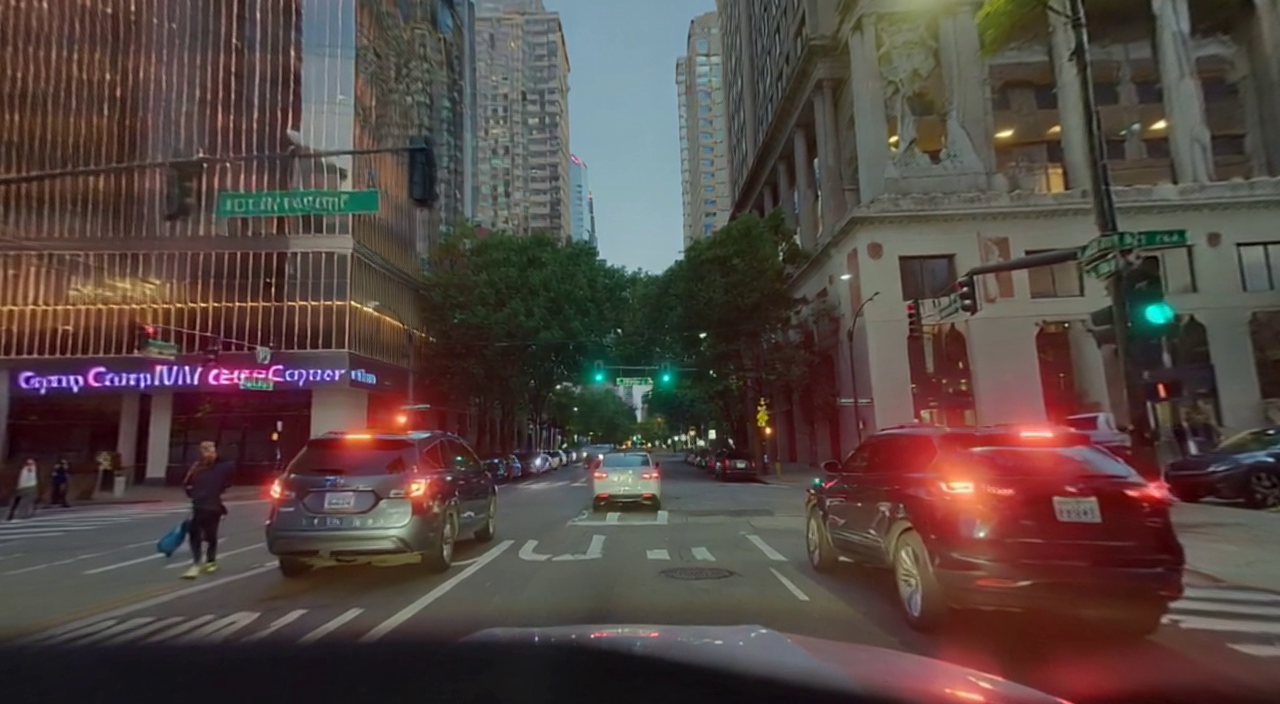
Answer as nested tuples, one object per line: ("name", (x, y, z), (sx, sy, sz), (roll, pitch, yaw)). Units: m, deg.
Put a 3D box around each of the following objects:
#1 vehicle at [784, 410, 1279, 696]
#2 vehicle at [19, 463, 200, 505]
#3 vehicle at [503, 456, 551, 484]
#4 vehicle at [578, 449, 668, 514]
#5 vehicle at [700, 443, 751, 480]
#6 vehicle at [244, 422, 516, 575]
("vehicle", (3.042, 1.581, 6.322), (2.072, 1.735, 4.759), (0, -8, 0))
("vehicle", (-20.331, 5.072, 24.393), (5.153, 1.449, 1.966), (0, -8, 0))
("vehicle", (-6.669, 7.015, 37.875), (2.052, 1.471, 4.225), (0, -8, 1))
("vehicle", (-0.390, 3.335, 16.829), (2.092, 1.454, 4.132), (0, -8, 0))
("vehicle", (5.670, 7.351, 42.689), (2.420, 2.300, 5.313), (0, -8, -2))
("vehicle", (-3.678, 2.171, 10.376), (2.190, 1.840, 5.272), (0, -8, 0))
